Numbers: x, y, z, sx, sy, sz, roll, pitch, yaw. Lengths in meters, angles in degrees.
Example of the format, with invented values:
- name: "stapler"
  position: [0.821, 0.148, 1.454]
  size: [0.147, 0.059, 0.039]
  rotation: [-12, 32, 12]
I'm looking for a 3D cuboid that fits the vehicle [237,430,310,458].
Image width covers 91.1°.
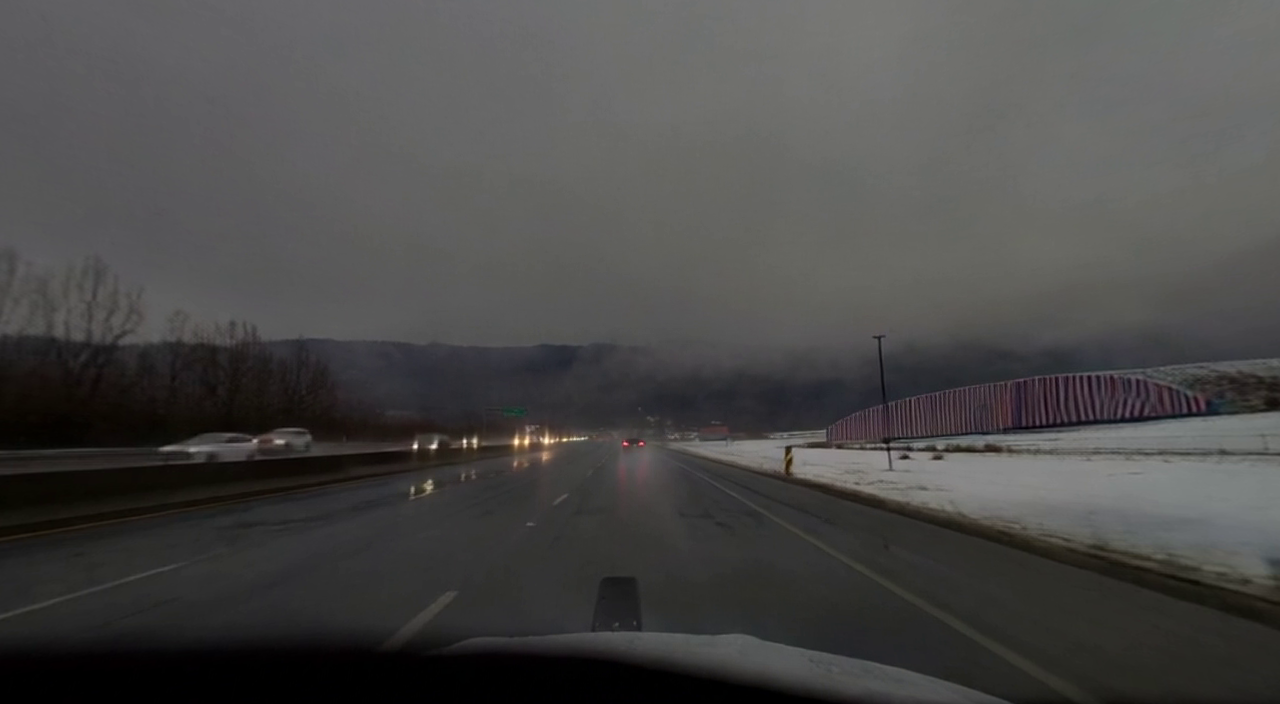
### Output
- name: "vehicle"
  position: [-23.563, 5.913, 40.632]
  size: [2.043, 1.668, 4.438]
  rotation: [0, -8, -1]

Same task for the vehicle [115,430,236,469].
- name: "vehicle"
  position: [-19.416, 4.059, 26.550]
  size: [1.857, 1.497, 4.322]
  rotation: [0, -8, -1]
